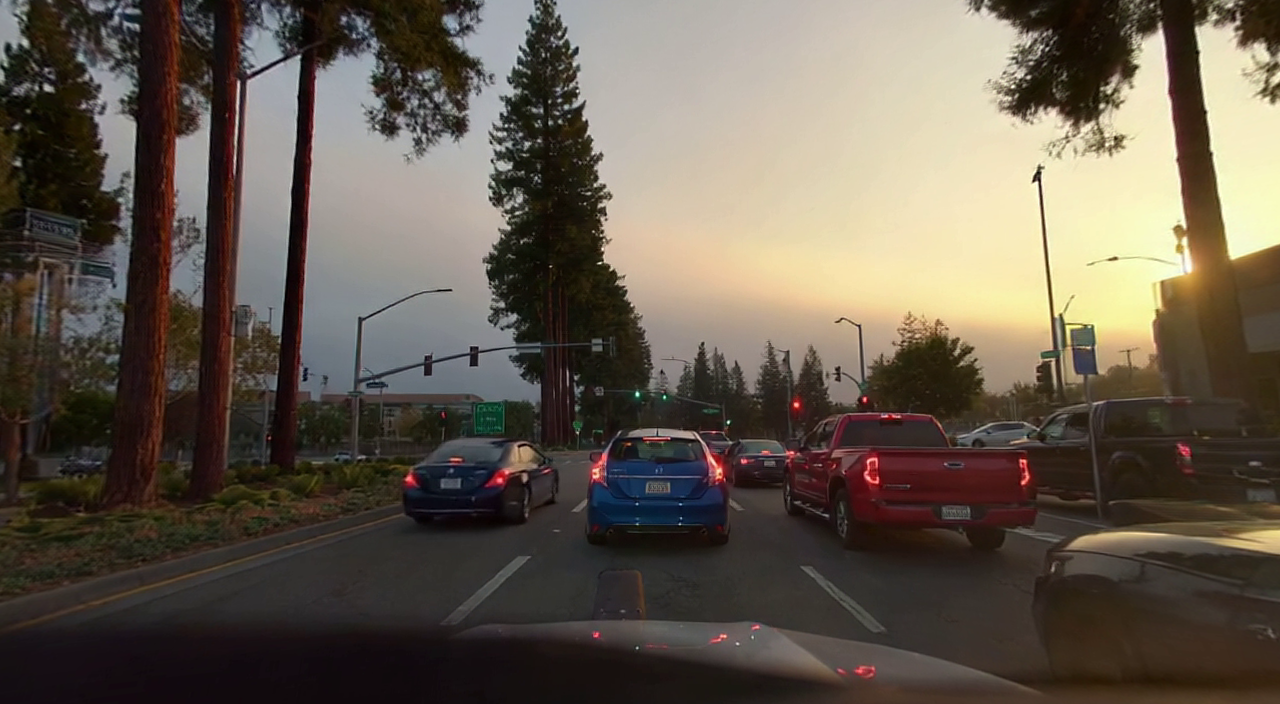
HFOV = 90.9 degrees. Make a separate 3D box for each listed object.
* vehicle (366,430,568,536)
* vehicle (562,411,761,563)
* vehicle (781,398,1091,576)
[{"bbox_3d":[-2.771,2.257,11.626,2.133,1.496,5.150,0,-8,2],"label":"vehicle"},{"bbox_3d":[0.239,1.777,8.973,2.168,1.641,4.039,0,-8,0],"label":"vehicle"},{"bbox_3d":[3.379,1.633,8.380,2.099,1.725,4.290,0,-8,2],"label":"vehicle"}]
